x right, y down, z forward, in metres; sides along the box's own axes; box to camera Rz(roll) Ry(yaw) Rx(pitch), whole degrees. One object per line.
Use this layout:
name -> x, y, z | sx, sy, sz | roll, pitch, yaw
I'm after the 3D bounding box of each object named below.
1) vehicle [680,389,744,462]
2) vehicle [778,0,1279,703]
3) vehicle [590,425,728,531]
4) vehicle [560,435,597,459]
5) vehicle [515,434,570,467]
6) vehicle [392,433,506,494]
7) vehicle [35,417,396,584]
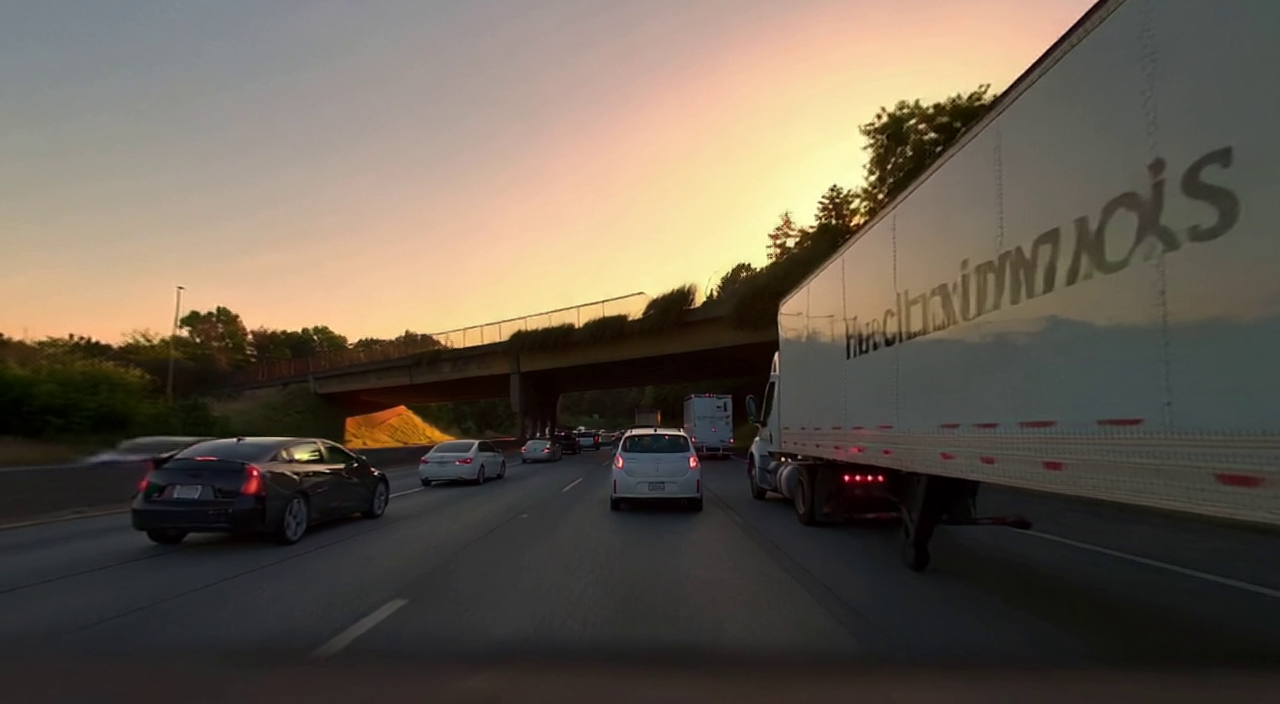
vehicle -> 4.500, 5.086, 42.610 | 2.892, 4.101, 14.252 | 0, -8, 1
vehicle -> 3.986, -0.095, 4.042 | 2.817, 3.989, 14.321 | 0, -8, -1
vehicle -> 0.262, 2.054, 10.903 | 1.973, 1.505, 3.568 | 0, -8, 0
vehicle -> -4.055, 6.344, 42.307 | 2.005, 1.475, 4.466 | 0, -8, 1
vehicle -> -4.682, 4.770, 30.791 | 1.887, 1.493, 4.411 | 0, -8, 1
vehicle -> -5.094, 2.993, 17.413 | 1.880, 1.458, 3.978 | 0, -8, 0
vehicle -> -4.607, 1.611, 7.662 | 1.821, 1.514, 3.677 | 0, -8, 0
